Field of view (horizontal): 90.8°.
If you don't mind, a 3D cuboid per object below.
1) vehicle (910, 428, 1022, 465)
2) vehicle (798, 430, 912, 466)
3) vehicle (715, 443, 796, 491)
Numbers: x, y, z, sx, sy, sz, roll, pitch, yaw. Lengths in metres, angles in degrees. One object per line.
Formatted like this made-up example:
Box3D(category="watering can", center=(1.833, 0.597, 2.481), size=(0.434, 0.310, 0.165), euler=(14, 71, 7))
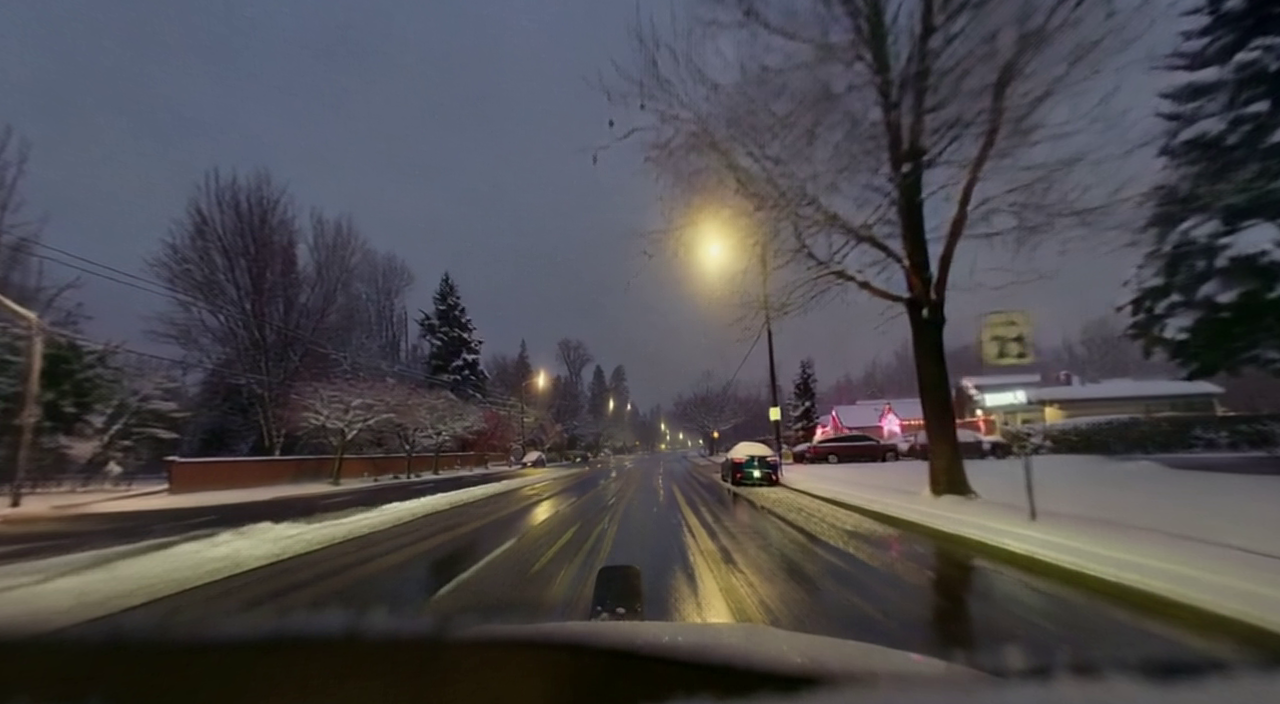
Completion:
Box3D(category="vehicle", center=(15.706, 4.583, 30.628), size=(4.290, 1.717, 2.013), euler=(-1, -9, 7))
Box3D(category="vehicle", center=(11.412, 5.156, 33.948), size=(5.369, 1.860, 2.163), euler=(-1, -9, 5))
Box3D(category="vehicle", center=(4.002, 4.068, 22.799), size=(2.080, 1.503, 4.821), euler=(0, -8, 1))
